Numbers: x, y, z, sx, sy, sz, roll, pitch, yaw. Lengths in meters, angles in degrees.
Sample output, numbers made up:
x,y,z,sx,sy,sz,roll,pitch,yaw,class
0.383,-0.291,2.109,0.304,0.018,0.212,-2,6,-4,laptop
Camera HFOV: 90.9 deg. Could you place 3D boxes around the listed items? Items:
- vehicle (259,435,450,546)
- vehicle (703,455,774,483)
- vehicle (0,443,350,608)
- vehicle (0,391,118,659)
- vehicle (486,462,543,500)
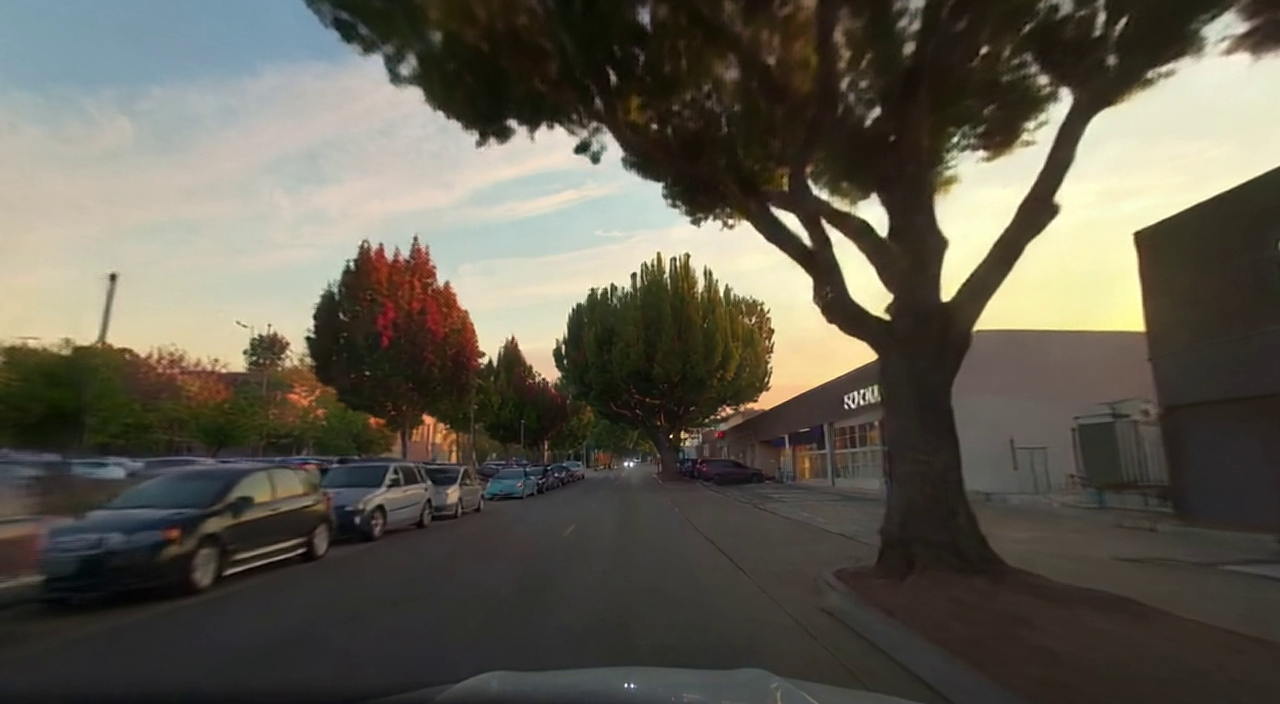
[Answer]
x,y,z,sx,sy,sz,roll,pitch,yaw,class
-6.004,3.014,14.101,1.990,2.011,4.765,1,-11,0,vehicle
6.258,7.506,40.446,4.193,1.665,1.924,1,-11,-1,vehicle
-6.011,2.207,8.733,2.060,1.688,4.083,1,-11,-1,vehicle
-5.858,0.960,2.942,2.196,2.001,5.548,1,-11,-3,vehicle
-5.883,6.097,30.011,1.832,1.623,4.424,1,-11,0,vehicle
